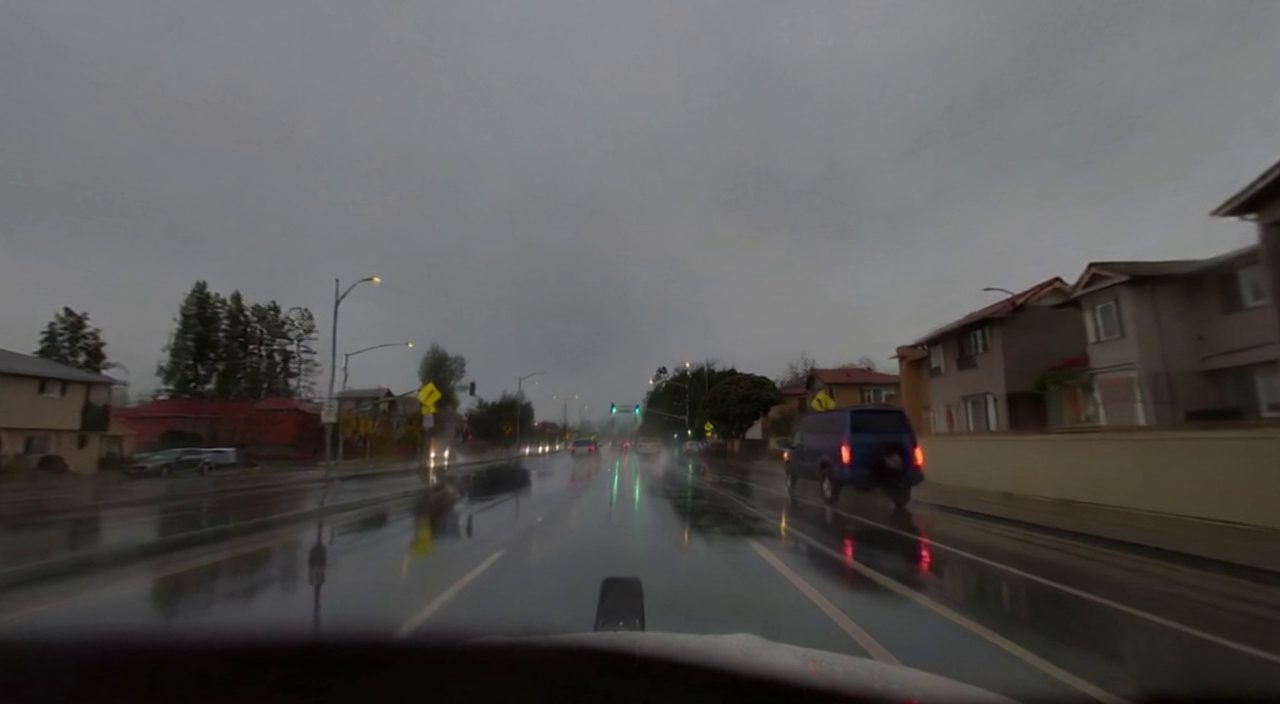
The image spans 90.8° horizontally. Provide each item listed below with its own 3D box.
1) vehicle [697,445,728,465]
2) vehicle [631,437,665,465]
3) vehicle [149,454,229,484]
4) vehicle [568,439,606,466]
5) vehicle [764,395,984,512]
[{"bbox_3d":[5.633,8.073,49.747,1.836,1.442,4.247,0,-8,-1],"label":"vehicle"},{"bbox_3d":[0.498,7.072,45.166,2.273,1.851,5.075,0,-8,-1],"label":"vehicle"},{"bbox_3d":[-25.925,6.711,36.480,1.796,1.511,3.879,0,-8,-1],"label":"vehicle"},{"bbox_3d":[-3.703,7.102,44.852,2.233,1.775,4.491,0,-8,0],"label":"vehicle"},{"bbox_3d":[5.477,2.620,16.701,2.763,2.329,7.864,0,-8,0],"label":"vehicle"}]
